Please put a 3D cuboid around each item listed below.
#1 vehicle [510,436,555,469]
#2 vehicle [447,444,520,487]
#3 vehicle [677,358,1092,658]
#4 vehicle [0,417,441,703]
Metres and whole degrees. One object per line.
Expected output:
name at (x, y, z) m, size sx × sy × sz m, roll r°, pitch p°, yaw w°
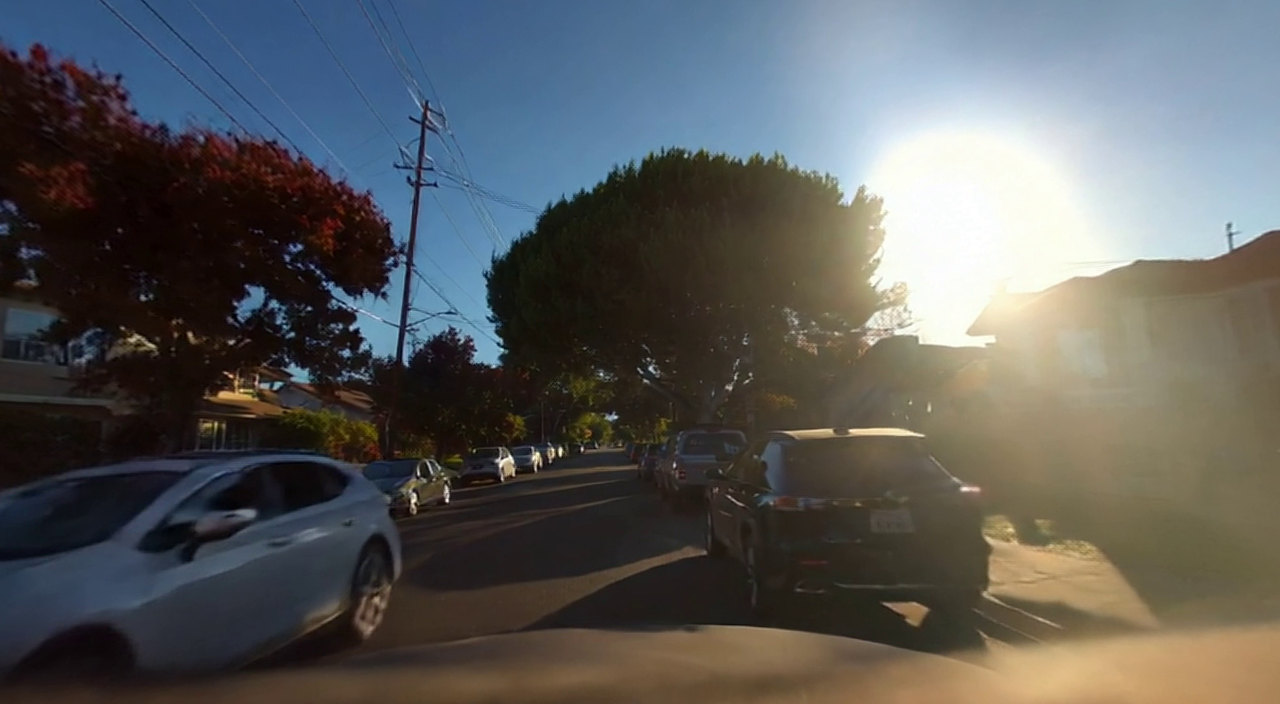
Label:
vehicle at (-6.917, 6.538, 41.225) m, size 2.280 × 1.953 × 5.092 m, roll 0°, pitch -8°, yaw -3°
vehicle at (-6.261, 4.560, 25.846) m, size 1.988 × 1.541 × 4.686 m, roll 0°, pitch -8°, yaw -2°
vehicle at (1.670, 1.285, 6.300) m, size 2.032 × 1.839 × 4.597 m, roll 0°, pitch -8°, yaw -4°
vehicle at (-2.905, 1.247, 3.720) m, size 2.060 × 1.525 × 4.876 m, roll 0°, pitch -8°, yaw -2°
